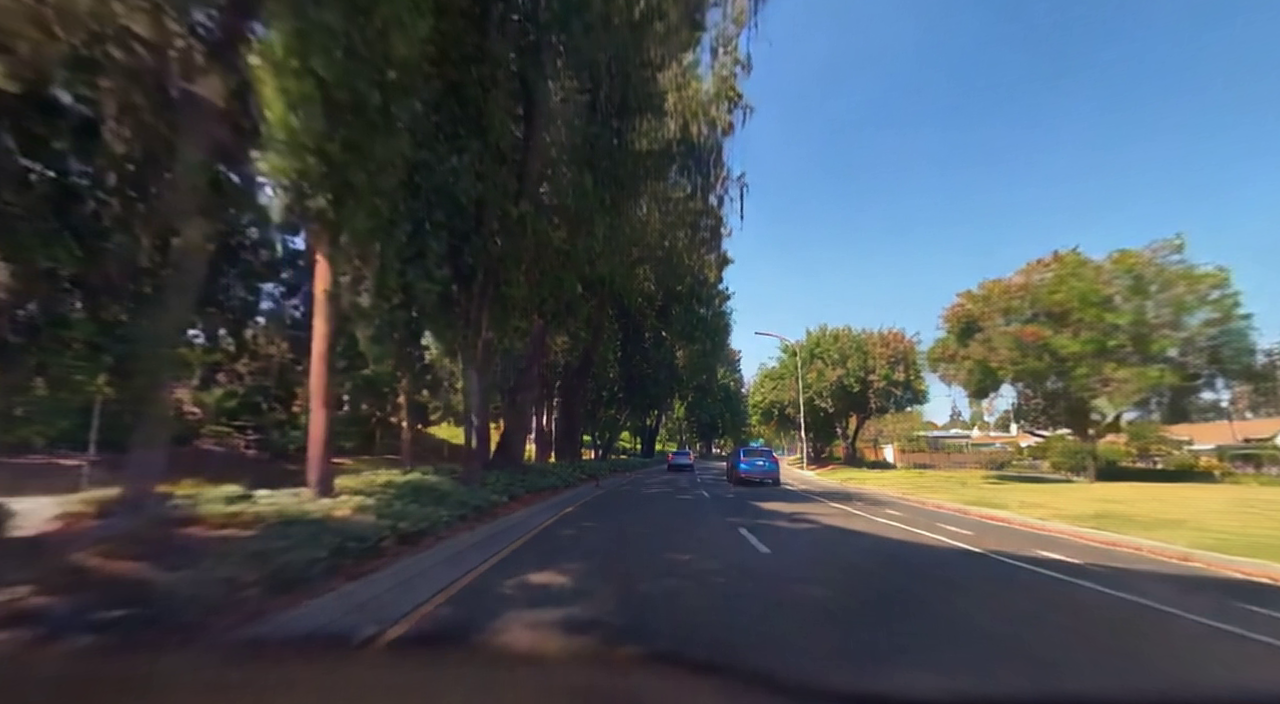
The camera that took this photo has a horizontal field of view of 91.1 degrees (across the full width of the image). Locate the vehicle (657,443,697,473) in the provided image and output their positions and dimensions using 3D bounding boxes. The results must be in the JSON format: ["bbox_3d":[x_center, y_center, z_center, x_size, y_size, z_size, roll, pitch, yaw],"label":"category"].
[{"bbox_3d":[2.447,6.799,40.516,2.251,1.822,4.391,-1,-8,8],"label":"vehicle"}]

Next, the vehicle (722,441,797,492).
[{"bbox_3d":[4.225,4.091,22.829,1.971,1.663,4.287,-1,-8,2],"label":"vehicle"}]
